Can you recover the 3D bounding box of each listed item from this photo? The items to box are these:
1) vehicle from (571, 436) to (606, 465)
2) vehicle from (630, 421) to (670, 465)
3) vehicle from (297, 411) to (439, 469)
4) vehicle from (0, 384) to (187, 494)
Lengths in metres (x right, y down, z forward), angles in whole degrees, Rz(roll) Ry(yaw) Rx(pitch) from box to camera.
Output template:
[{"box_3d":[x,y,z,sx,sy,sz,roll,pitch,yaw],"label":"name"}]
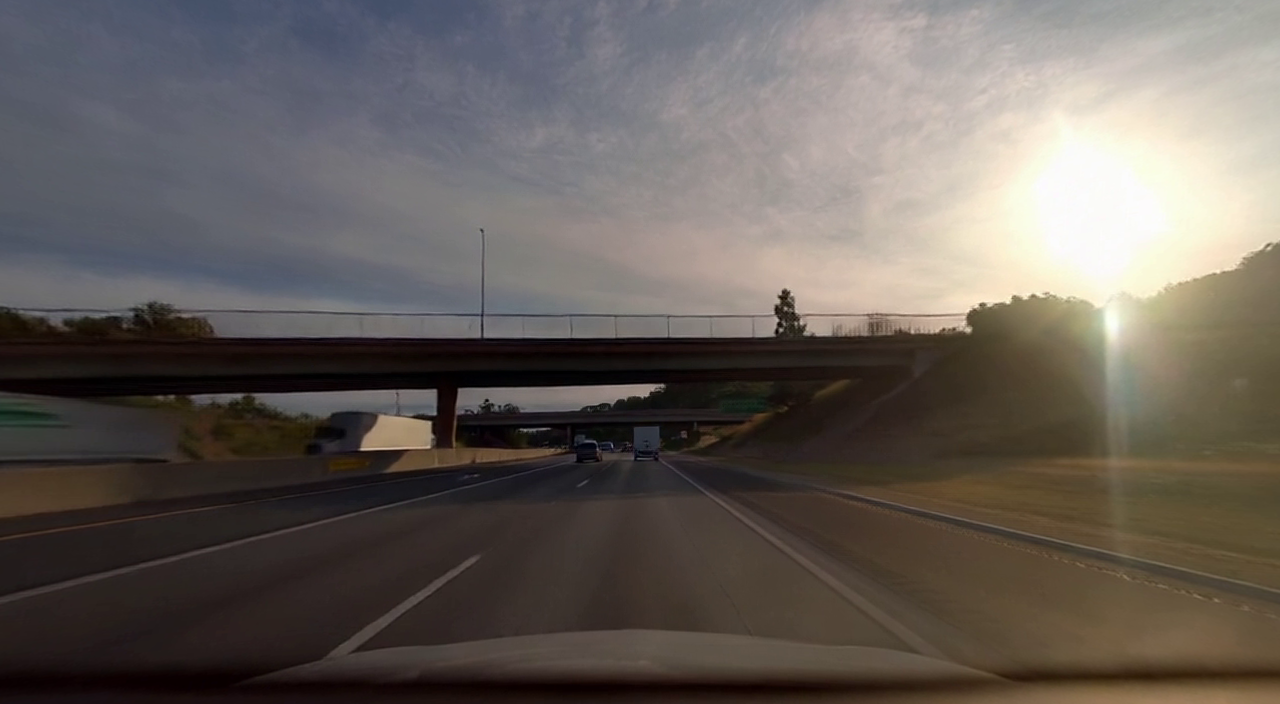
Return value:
[{"box_3d":[-3.942,7.683,49.087,2.233,2.093,5.565,0,-9,0],"label":"vehicle"},{"box_3d":[0.644,6.947,48.021,2.790,3.075,7.414,0,-9,-1],"label":"vehicle"},{"box_3d":[-19.942,6.894,48.475,3.423,3.678,16.963,0,-9,0],"label":"vehicle"},{"box_3d":[-24.108,3.364,24.005,2.985,3.835,14.395,0,-9,0],"label":"vehicle"}]
